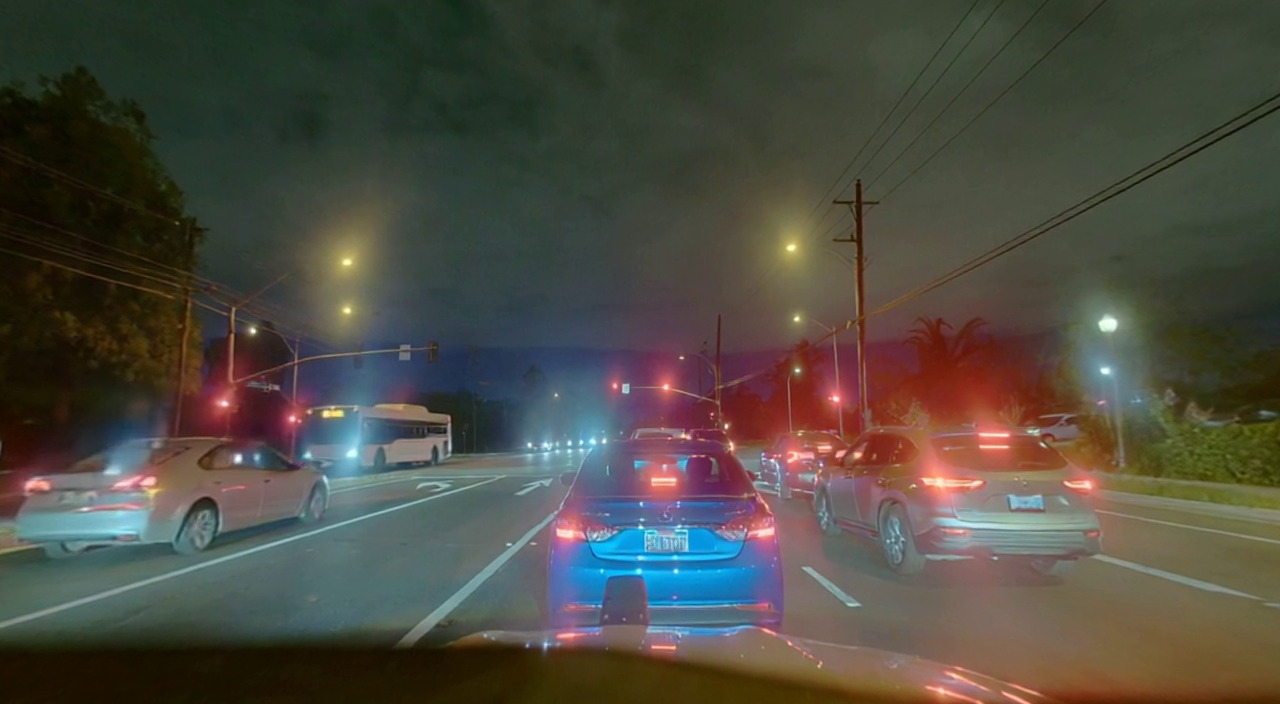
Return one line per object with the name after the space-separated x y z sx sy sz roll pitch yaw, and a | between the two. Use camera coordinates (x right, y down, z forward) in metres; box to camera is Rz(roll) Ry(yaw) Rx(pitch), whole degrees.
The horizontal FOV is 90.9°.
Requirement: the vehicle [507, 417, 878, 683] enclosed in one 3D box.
0.276 1.418 5.647 2.109 1.483 3.964 0 -8 -1 | vehicle

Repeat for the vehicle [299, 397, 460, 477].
-13.143 4.619 33.814 3.005 3.443 12.583 -1 -8 2 | vehicle

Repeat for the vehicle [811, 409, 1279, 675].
3.120 1.403 5.794 1.870 1.523 4.096 0 -8 -1 | vehicle

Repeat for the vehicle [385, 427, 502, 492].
-6.265 3.492 20.899 2.070 1.824 5.196 -1 -8 2 | vehicle

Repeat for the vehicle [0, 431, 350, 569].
-6.411 1.975 9.339 1.955 1.497 4.639 -1 -8 1 | vehicle
